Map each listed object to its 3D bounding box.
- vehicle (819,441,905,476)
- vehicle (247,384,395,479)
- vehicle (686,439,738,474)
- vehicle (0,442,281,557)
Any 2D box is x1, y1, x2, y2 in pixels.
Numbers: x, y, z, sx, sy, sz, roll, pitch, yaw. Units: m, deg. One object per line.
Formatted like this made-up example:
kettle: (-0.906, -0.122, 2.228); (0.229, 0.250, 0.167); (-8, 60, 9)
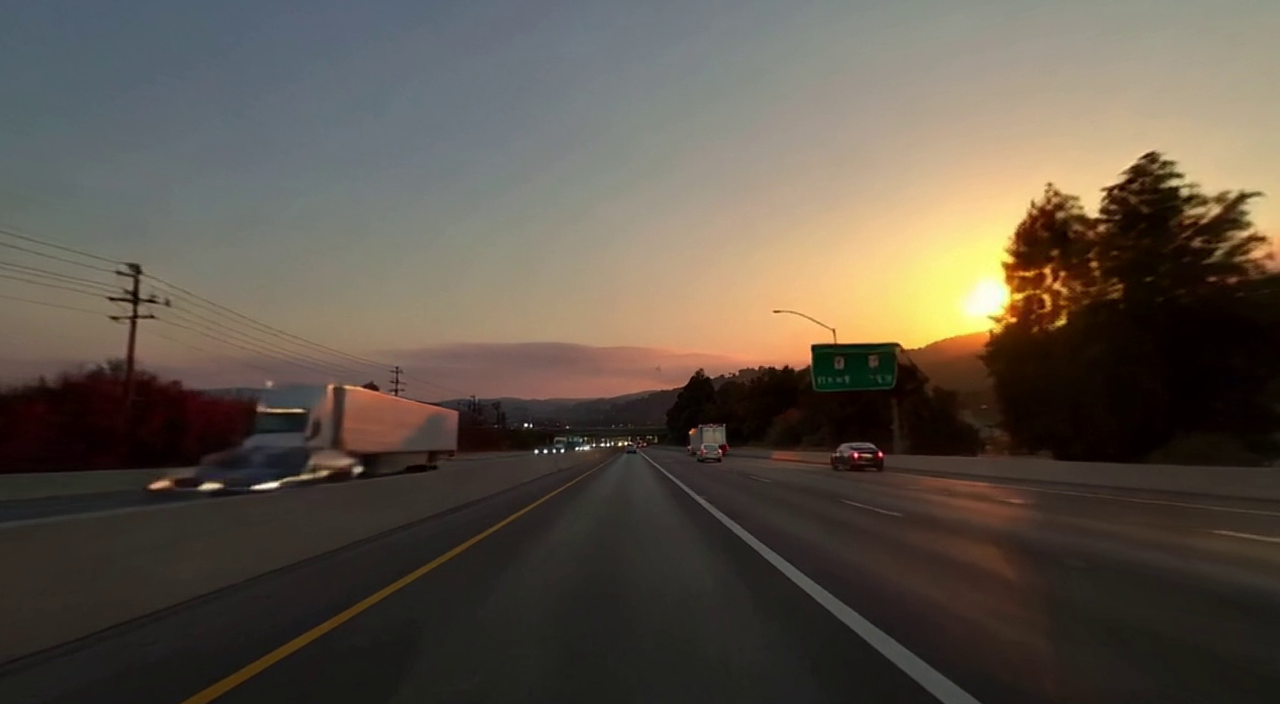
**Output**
vehicle: (10.184, 4.922, 29.458); (1.987, 1.502, 5.130); (0, -9, -2)
vehicle: (-15.250, 3.969, 31.106); (3.221, 4.078, 7.386); (0, -9, 1)
vehicle: (3.579, 5.265, 31.983); (2.018, 1.600, 4.121); (0, -9, -2)
vehicle: (-7.247, 2.097, 9.606); (1.543, 1.401, 3.404); (0, -9, 0)
